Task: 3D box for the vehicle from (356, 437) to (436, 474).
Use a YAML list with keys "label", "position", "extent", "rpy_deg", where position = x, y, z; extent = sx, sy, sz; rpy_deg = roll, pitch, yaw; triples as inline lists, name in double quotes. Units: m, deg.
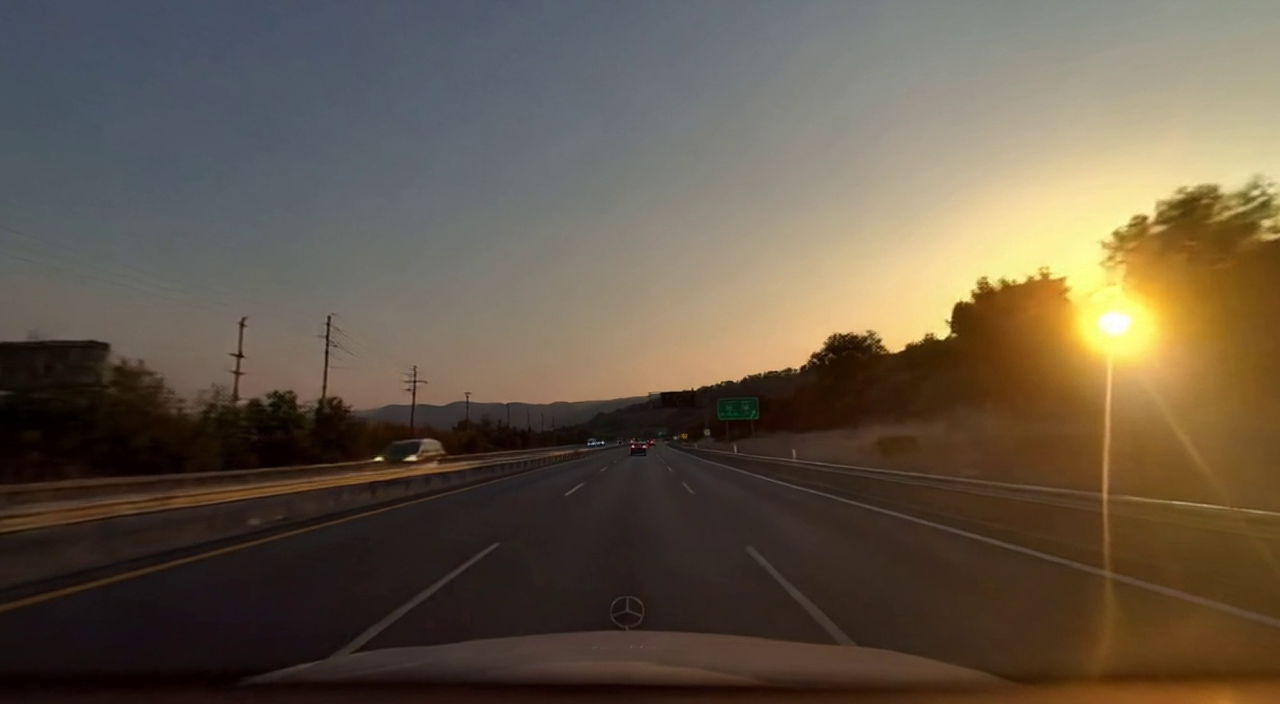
- label: "vehicle"
  position: [-12.197, 5.192, 31.849]
  extent: [2.047, 1.735, 4.728]
  rpy_deg: [0, -8, 1]
